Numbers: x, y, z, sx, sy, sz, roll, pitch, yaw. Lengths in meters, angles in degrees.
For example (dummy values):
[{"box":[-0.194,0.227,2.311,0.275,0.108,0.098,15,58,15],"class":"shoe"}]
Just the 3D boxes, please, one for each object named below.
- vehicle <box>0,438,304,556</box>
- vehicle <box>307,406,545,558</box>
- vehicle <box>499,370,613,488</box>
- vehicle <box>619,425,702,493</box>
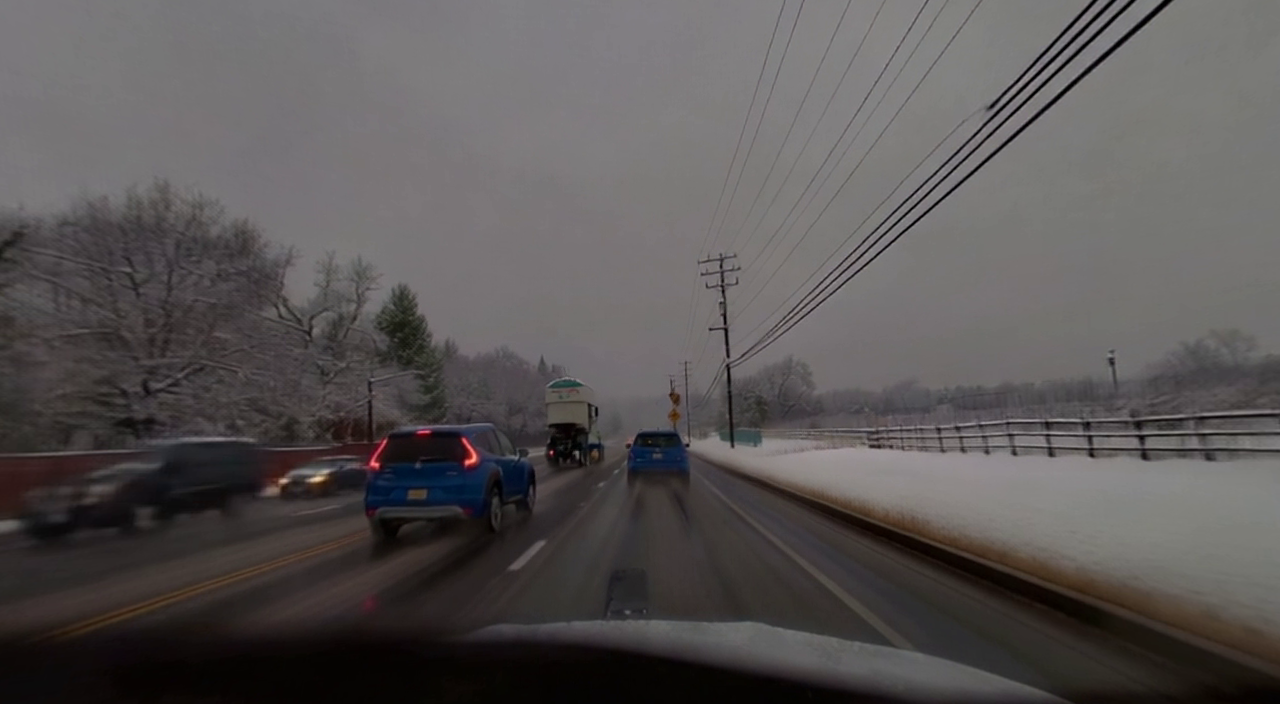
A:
[{"box":[-8.532,2.499,11.718,1.962,1.720,4.658,0,-9,0],"class":"vehicle"},{"box":[-2.944,1.922,9.973,2.093,1.832,4.508,0,-9,1],"class":"vehicle"},{"box":[-2.831,3.202,25.081,2.928,3.658,10.953,0,-9,0],"class":"vehicle"},{"box":[0.562,3.116,18.552,2.174,1.749,4.113,0,-9,1],"class":"vehicle"}]
